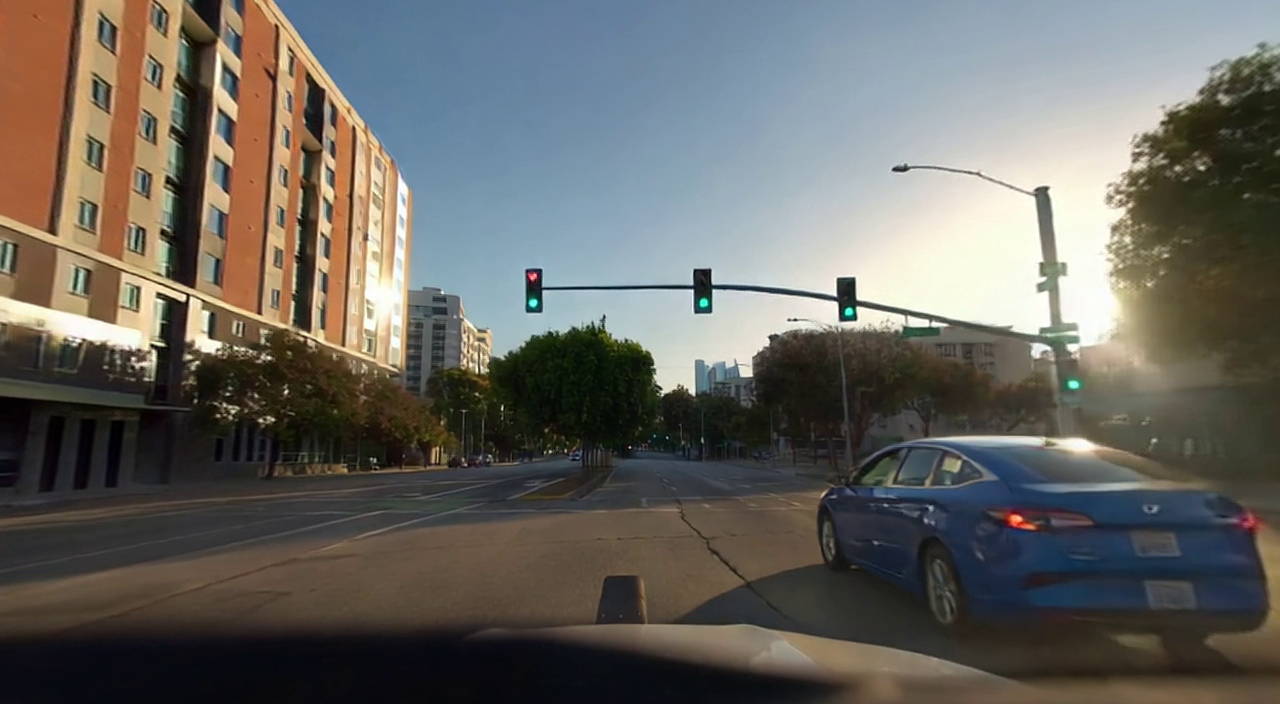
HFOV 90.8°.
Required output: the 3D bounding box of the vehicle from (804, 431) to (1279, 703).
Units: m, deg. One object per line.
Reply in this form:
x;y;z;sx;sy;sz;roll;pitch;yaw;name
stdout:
3.124;1.492;5.626;2.015;1.455;4.615;0;-9;-1;vehicle
